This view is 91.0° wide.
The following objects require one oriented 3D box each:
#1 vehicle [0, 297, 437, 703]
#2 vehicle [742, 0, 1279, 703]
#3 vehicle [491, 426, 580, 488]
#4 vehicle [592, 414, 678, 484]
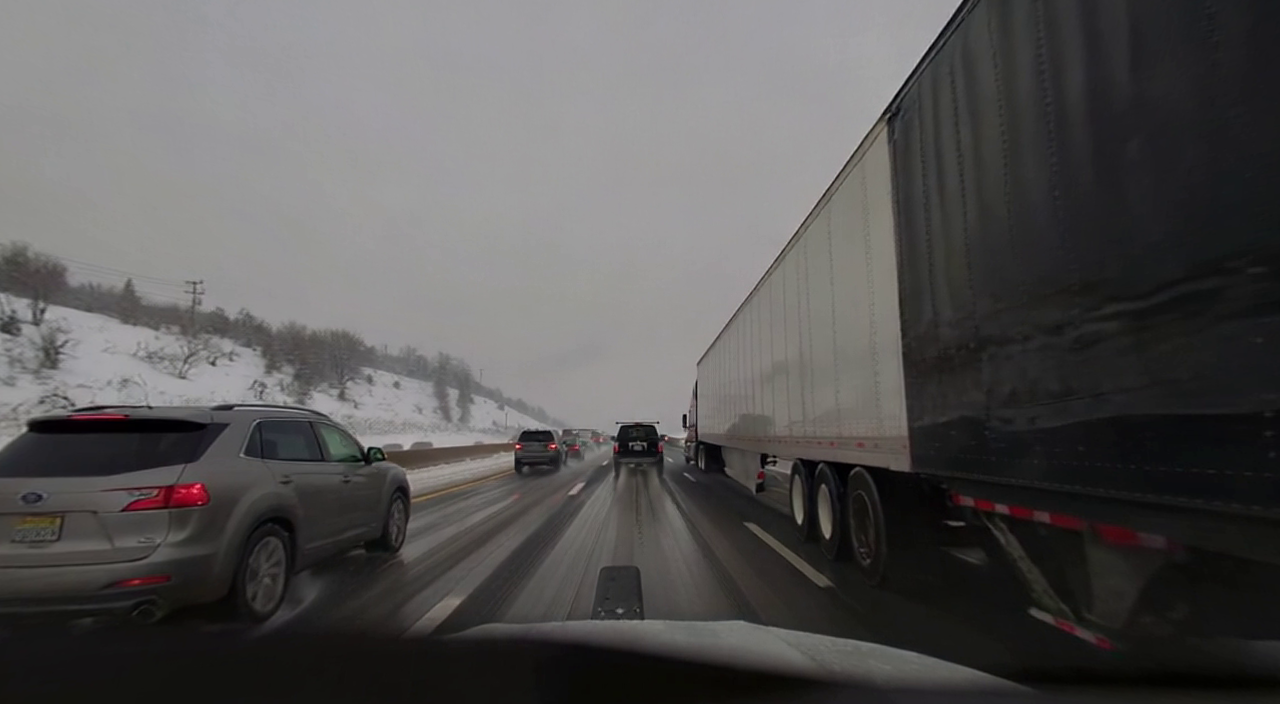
[{"bbox_3d":[-3.354,1.042,4.401,2.193,1.803,4.958,0,-8,0],"label":"vehicle"},{"bbox_3d":[3.592,-0.012,5.253,2.852,4.121,16.210,0,-8,0],"label":"vehicle"},{"bbox_3d":[-3.331,3.461,21.084,2.120,1.812,4.659,0,-8,1],"label":"vehicle"},{"bbox_3d":[-0.172,3.496,22.872,2.704,2.216,5.804,0,-8,0],"label":"vehicle"}]
